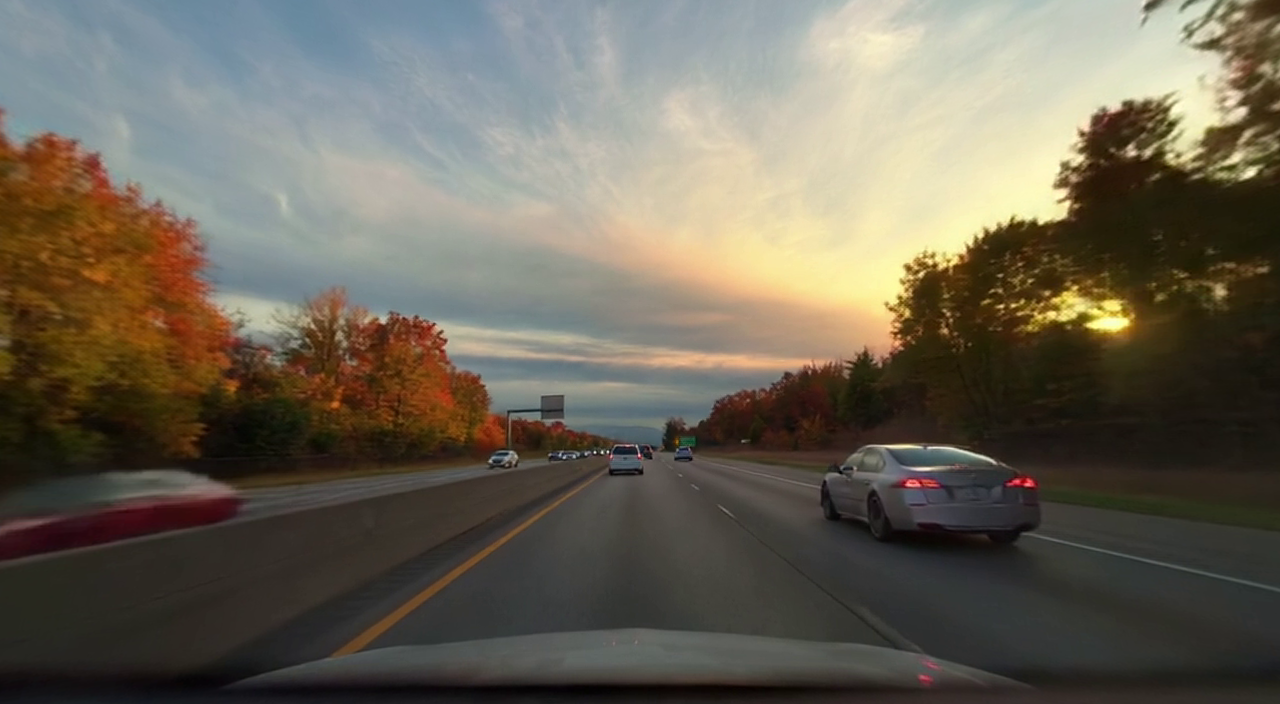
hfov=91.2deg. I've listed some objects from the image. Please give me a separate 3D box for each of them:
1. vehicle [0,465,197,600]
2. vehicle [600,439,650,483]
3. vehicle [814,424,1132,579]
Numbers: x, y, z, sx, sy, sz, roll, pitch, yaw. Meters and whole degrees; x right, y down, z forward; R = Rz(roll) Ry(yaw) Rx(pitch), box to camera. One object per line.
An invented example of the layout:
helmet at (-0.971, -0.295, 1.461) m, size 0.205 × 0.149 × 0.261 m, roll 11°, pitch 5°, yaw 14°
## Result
vehicle at (-8.700, 2.436, 8.859) m, size 1.801 × 1.528 × 4.211 m, roll 0°, pitch -9°, yaw 0°
vehicle at (-0.597, 4.579, 26.539) m, size 1.937 × 1.699 × 3.936 m, roll 0°, pitch -9°, yaw 0°
vehicle at (3.940, 1.820, 8.479) m, size 1.843 × 1.505 × 4.339 m, roll 0°, pitch -9°, yaw -1°
